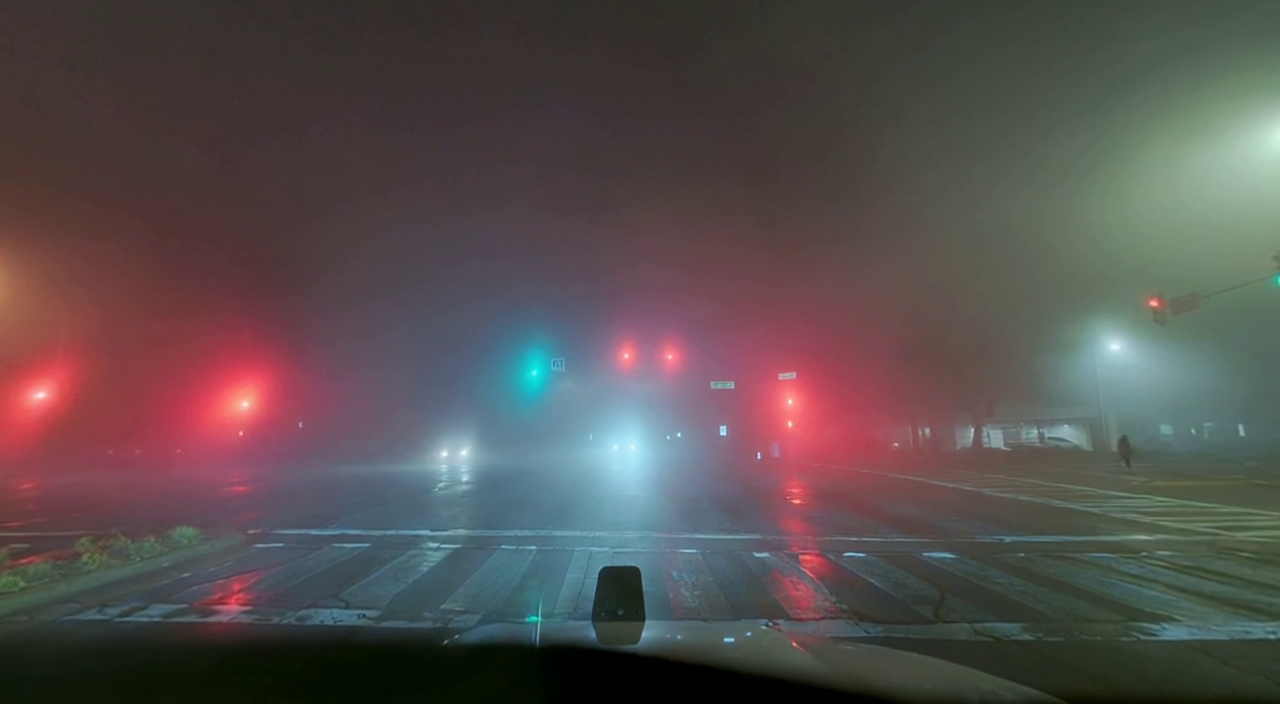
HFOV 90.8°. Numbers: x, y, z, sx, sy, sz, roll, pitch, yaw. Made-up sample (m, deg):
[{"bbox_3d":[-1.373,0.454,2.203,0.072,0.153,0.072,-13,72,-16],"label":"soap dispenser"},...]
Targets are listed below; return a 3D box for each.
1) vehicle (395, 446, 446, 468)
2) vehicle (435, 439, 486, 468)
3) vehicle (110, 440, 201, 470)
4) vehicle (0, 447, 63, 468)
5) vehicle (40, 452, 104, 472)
[{"bbox_3d":[-15.487,7.436,44.806,2.056,1.450,4.343,0,-8,0],"label":"vehicle"},{"bbox_3d":[-11.950,6.774,42.337,2.080,1.763,4.341,0,-8,0],"label":"vehicle"},{"bbox_3d":[-34.889,7.419,45.751,2.204,1.955,5.518,0,-8,0],"label":"vehicle"},{"bbox_3d":[-45.247,7.765,46.617,1.858,1.467,3.624,0,-8,0],"label":"vehicle"},{"bbox_3d":[-41.571,8.032,46.320,1.552,1.339,3.340,-1,-8,-1],"label":"vehicle"}]
